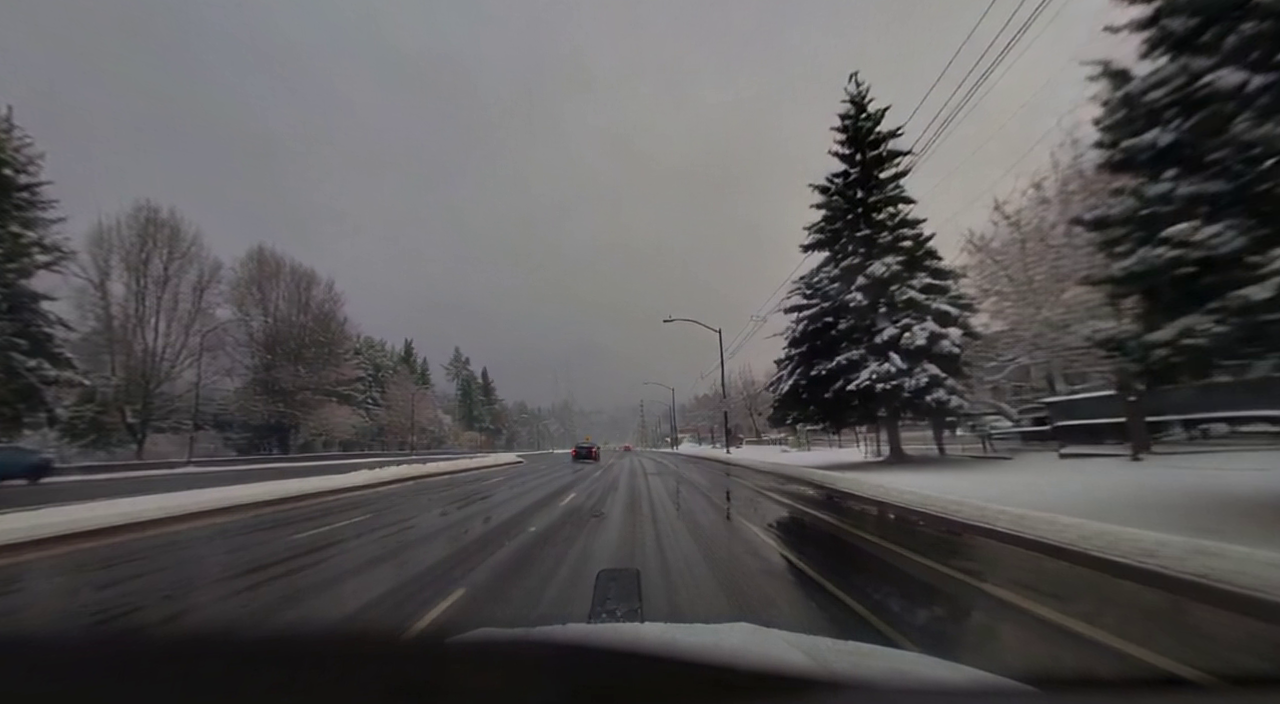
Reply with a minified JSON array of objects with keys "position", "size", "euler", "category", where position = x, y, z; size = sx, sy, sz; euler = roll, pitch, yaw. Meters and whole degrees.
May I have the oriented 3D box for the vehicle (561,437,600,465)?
[{"position":[-3.778,6.367,40.832],"size":[2.121,1.654,3.993],"euler":[0,-8,0],"category":"vehicle"}]
